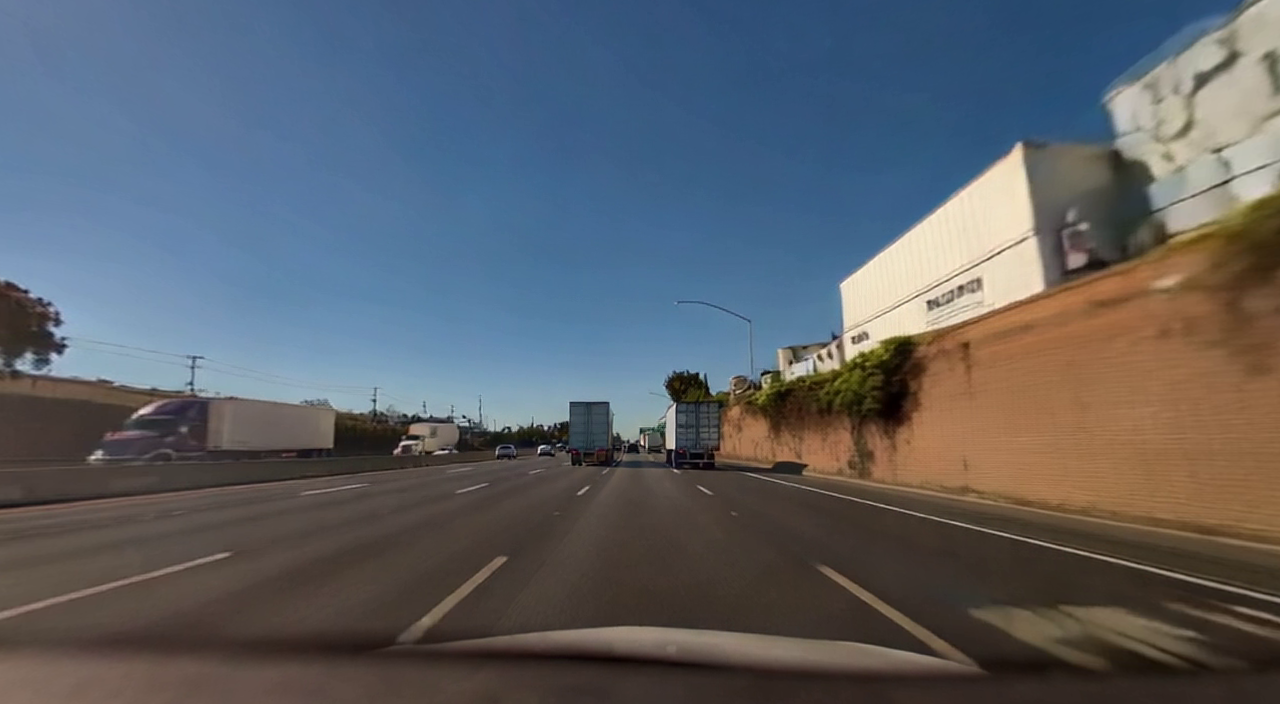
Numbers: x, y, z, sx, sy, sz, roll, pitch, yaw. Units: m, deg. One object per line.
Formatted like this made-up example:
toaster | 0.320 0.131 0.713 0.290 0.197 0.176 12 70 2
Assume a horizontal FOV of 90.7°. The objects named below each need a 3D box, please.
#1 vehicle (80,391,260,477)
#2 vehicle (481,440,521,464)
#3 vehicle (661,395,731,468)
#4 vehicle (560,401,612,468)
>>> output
vehicle | -23.293 4.213 32.129 3.052 3.783 7.778 0 -8 0
vehicle | -10.292 7.457 47.245 2.132 1.679 4.045 0 -8 -1
vehicle | 3.324 5.435 43.024 2.908 3.898 17.275 2 -8 -1
vehicle | -3.635 5.957 45.947 2.848 4.098 13.421 1 -7 -1
